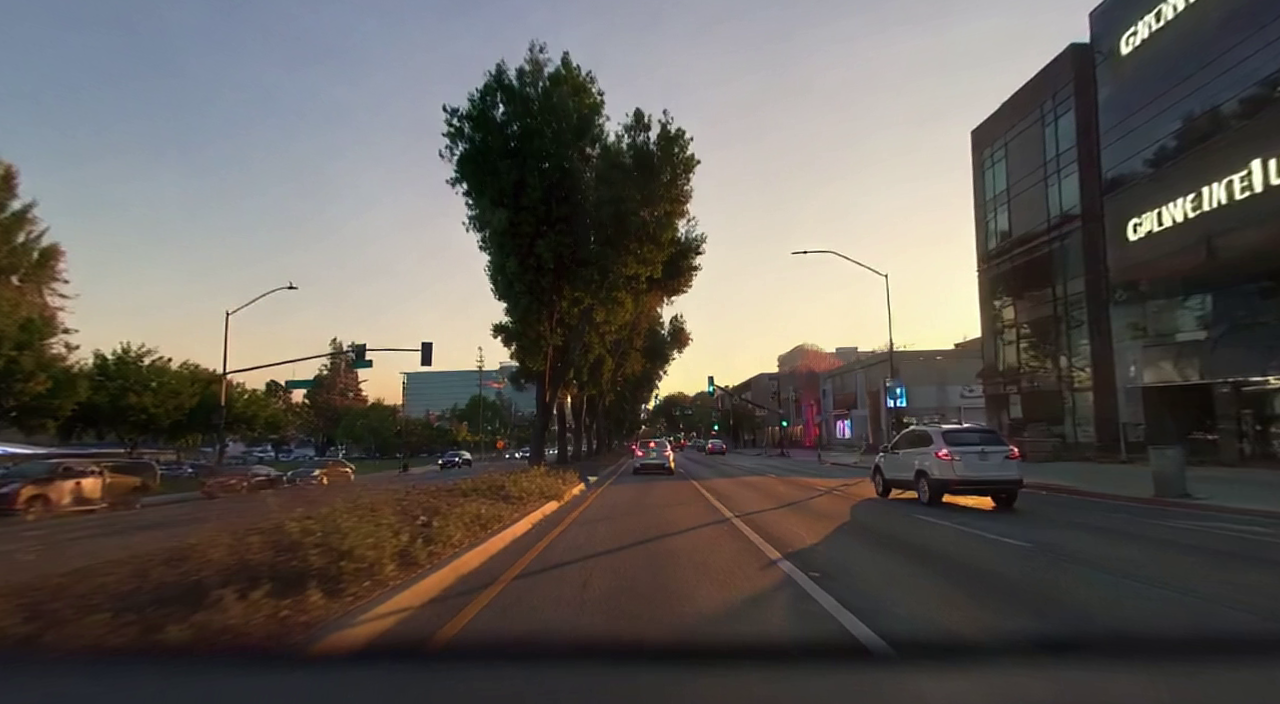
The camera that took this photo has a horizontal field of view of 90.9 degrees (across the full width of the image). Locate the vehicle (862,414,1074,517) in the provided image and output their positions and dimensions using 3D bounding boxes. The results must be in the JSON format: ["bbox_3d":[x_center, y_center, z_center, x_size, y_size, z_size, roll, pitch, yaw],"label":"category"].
[{"bbox_3d":[6.571,2.331,13.427,1.963,1.783,4.722,0,-8,0],"label":"vehicle"}]

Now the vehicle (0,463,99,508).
[{"bbox_3d":[-26.458,5.635,26.676,5.126,1.727,2.022,8,-11,-43],"label":"vehicle"}]

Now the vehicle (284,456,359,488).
[{"bbox_3d":[-18.219,6.862,36.337,1.866,1.659,4.597,0,-8,0],"label":"vehicle"}]

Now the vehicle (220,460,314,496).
[{"bbox_3d":[-18.377,6.192,31.345,1.817,1.540,4.548,0,-8,1],"label":"vehicle"}]

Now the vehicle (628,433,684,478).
[{"bbox_3d":[0.619,4.234,26.001,2.125,1.669,3.880,0,-8,0],"label":"vehicle"}]
